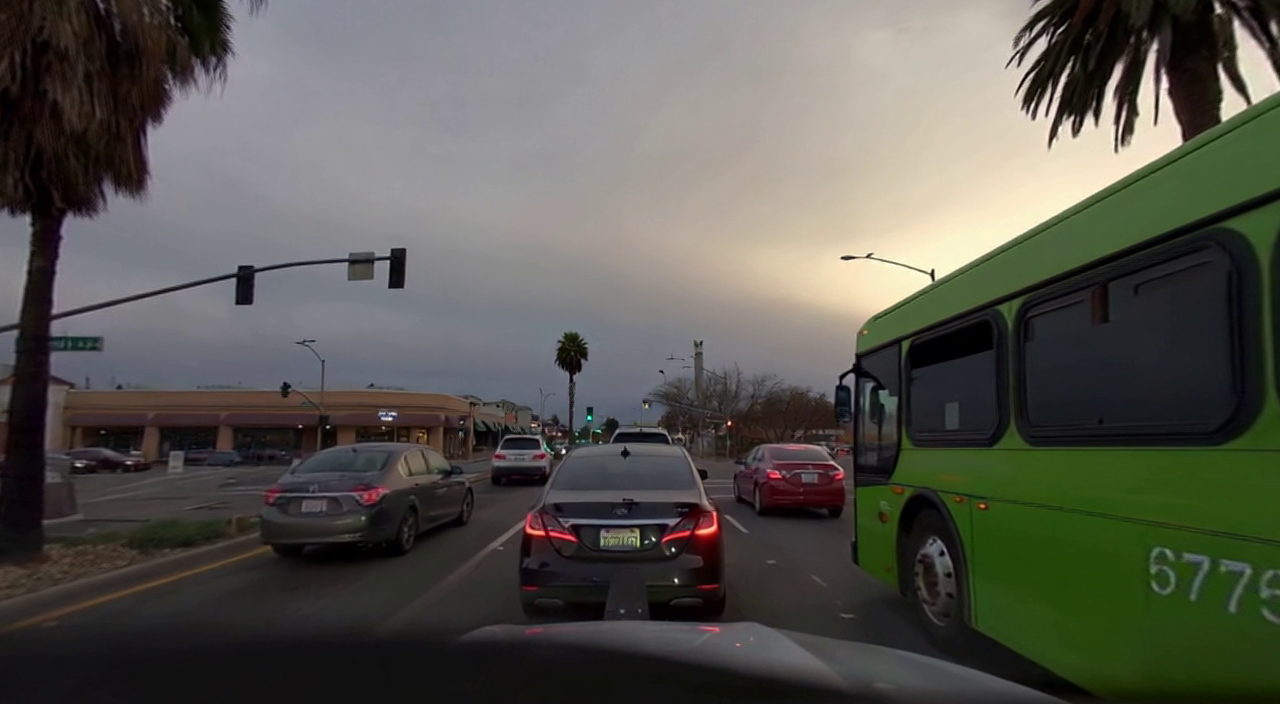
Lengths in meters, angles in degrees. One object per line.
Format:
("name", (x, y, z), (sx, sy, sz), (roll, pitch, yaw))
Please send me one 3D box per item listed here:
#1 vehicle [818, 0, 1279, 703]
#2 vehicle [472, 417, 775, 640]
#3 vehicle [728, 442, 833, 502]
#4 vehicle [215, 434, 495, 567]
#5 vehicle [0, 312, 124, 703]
("vehicle", (3.568, -0.558, 0.644), (3.068, 4.026, 13.534), (0, -9, 1))
("vehicle", (-0.122, 1.495, 6.300), (2.060, 1.499, 3.831), (0, -9, 0))
("vehicle", (3.790, 3.314, 17.922), (1.989, 1.467, 4.364), (0, -9, 0))
("vehicle", (-3.566, 1.921, 8.955), (1.919, 1.415, 4.178), (0, -9, 1))
("vehicle", (-3.564, 0.469, 0.388), (2.145, 1.824, 4.974), (0, -9, 2))
